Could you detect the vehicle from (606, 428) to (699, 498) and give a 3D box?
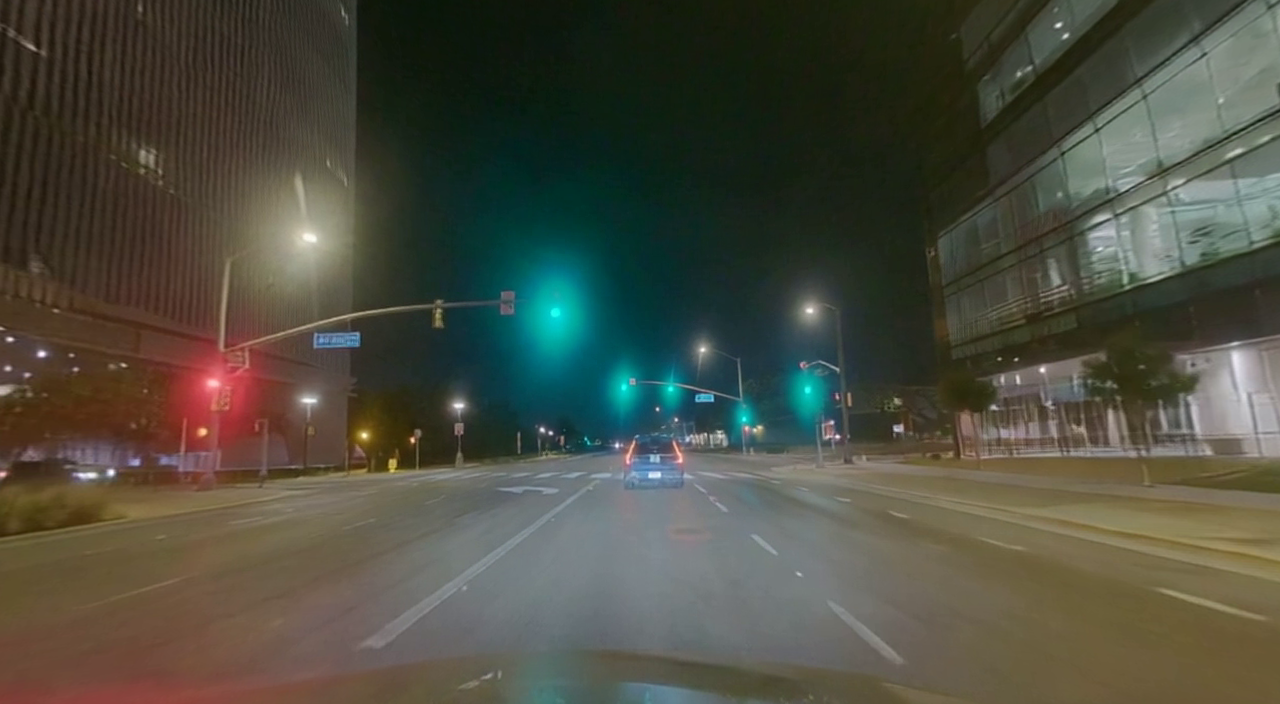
[{"bbox_3d":[0.289,2.920,16.930,2.184,1.640,4.086,0,-8,0],"label":"vehicle"}]

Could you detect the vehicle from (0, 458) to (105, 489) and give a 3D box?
[{"bbox_3d":[-30.858,6.275,32.655,4.494,1.475,1.893,0,-9,-1],"label":"vehicle"}]
